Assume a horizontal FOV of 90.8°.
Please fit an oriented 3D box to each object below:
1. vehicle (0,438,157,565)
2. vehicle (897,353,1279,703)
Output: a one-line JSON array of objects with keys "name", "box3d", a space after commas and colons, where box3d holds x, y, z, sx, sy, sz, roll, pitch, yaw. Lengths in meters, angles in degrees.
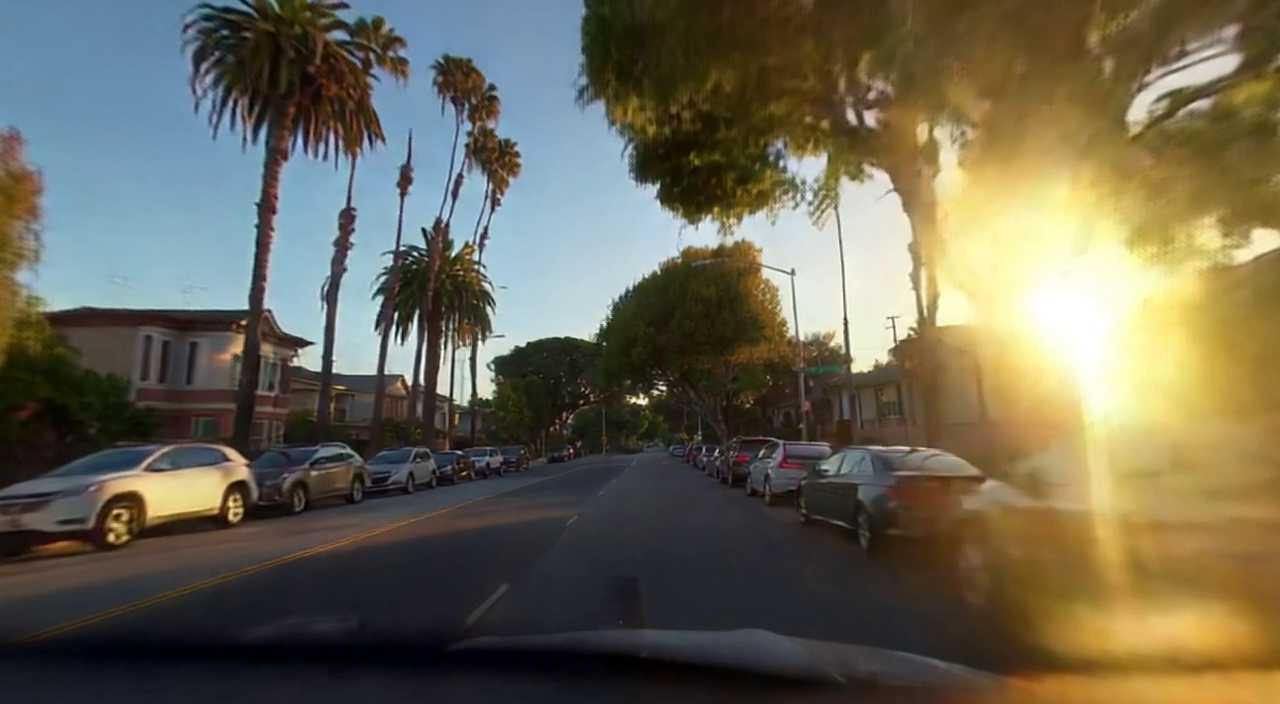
[{"name": "vehicle", "box3d": [-9.789, 2.105, 9.115, 4.027, 1.704, 1.849, 3, -9, -23]}, {"name": "vehicle", "box3d": [3.542, 1.042, 3.865, 2.016, 1.671, 4.372, 0, -8, -1]}]
